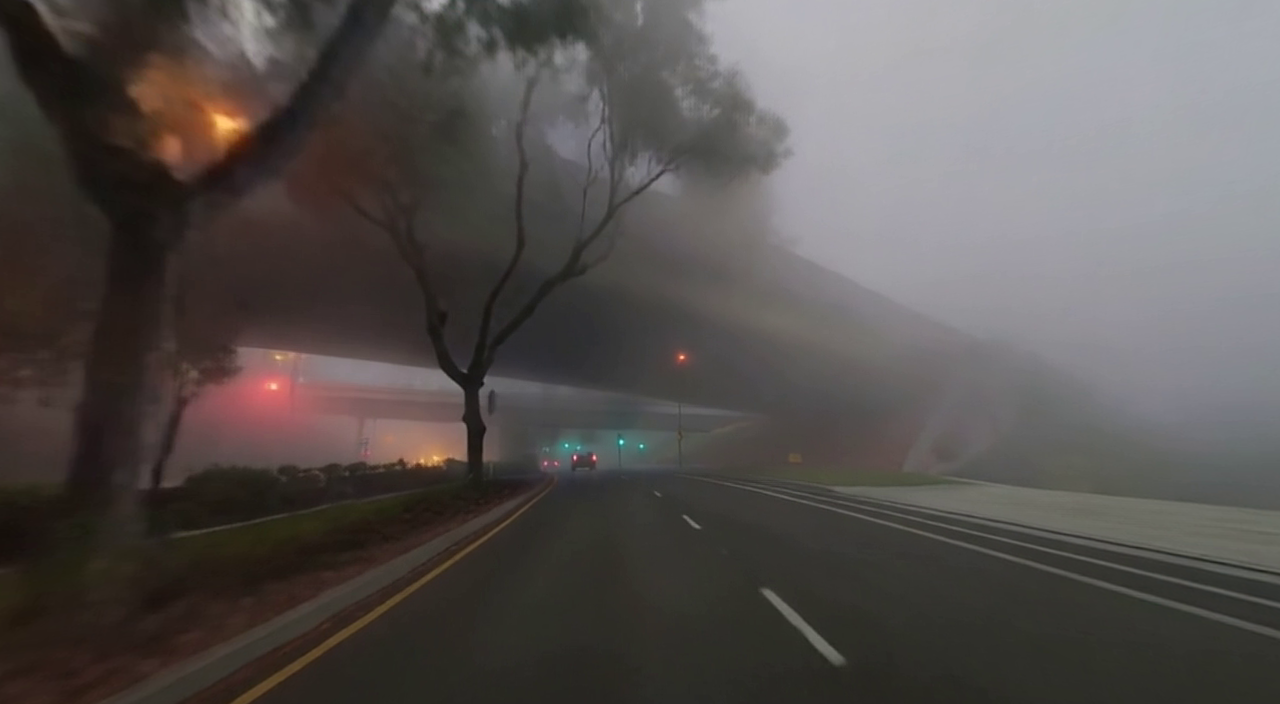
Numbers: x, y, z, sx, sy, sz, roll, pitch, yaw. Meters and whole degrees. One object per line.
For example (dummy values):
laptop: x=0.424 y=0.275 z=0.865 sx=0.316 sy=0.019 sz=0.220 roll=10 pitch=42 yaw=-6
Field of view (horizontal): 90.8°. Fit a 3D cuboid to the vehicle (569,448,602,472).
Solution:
vehicle: x=-4.185 y=8.132 z=47.826 sx=2.184 sy=1.713 sz=4.231 roll=1 pitch=-9 yaw=-9
